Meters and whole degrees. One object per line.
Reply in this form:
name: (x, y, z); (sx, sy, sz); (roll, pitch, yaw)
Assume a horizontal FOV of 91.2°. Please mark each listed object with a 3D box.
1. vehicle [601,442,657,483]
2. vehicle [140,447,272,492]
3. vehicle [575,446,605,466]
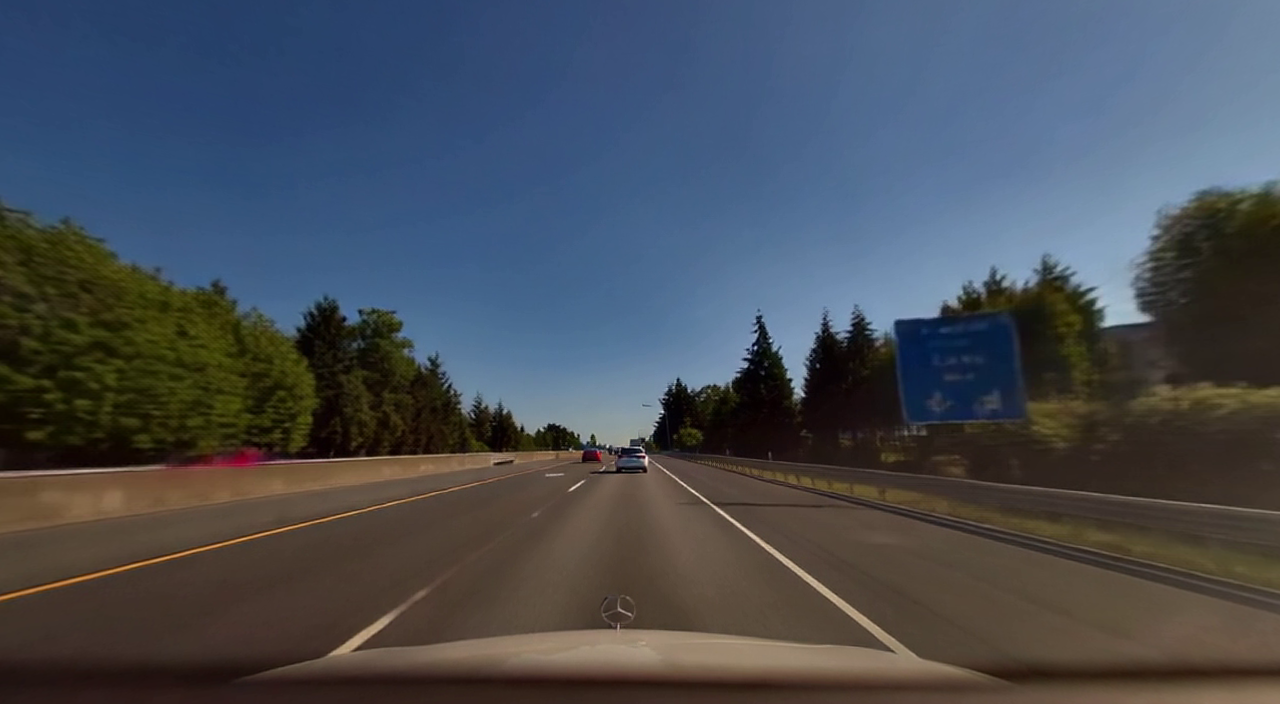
vehicle: (-0.430, 4.424, 25.306); (2.066, 1.490, 3.759); (-1, -9, 0)
vehicle: (-17.300, 4.668, 25.315); (2.006, 1.602, 4.622); (-1, -9, 0)
vehicle: (-3.833, 8.020, 48.466); (1.994, 1.470, 3.752); (-1, -9, 0)
